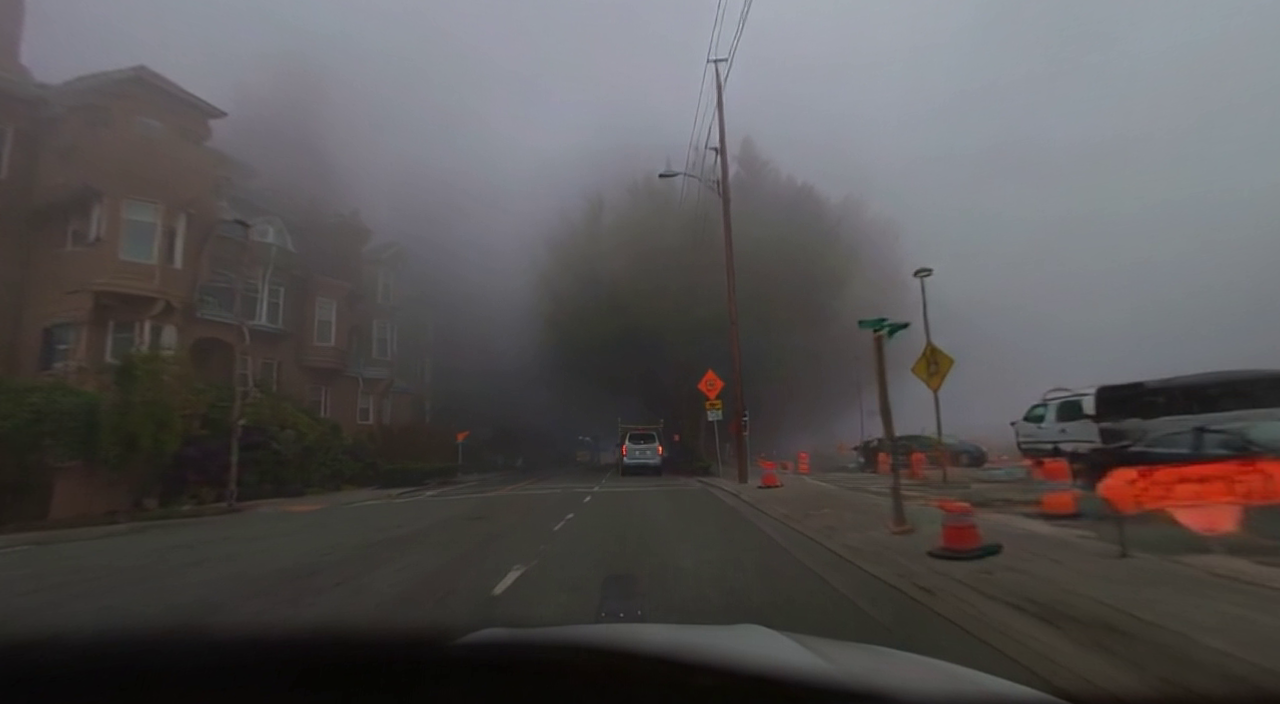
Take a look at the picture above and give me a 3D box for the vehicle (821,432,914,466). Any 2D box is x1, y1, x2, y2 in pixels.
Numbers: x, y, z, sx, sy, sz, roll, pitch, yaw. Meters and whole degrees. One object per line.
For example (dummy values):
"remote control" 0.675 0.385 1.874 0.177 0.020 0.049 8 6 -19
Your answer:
"vehicle" 11.325 4.837 31.557 3.835 1.584 1.893 1 -9 -8

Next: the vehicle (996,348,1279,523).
"vehicle" 9.601 1.624 11.301 2.253 2.306 6.753 0 -10 -2

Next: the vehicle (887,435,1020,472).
"vehicle" 13.070 4.267 26.627 4.567 1.448 1.890 -1 -9 7

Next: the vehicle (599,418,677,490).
"vehicle" -0.107 3.274 20.418 2.169 2.015 5.206 0 -9 -1
